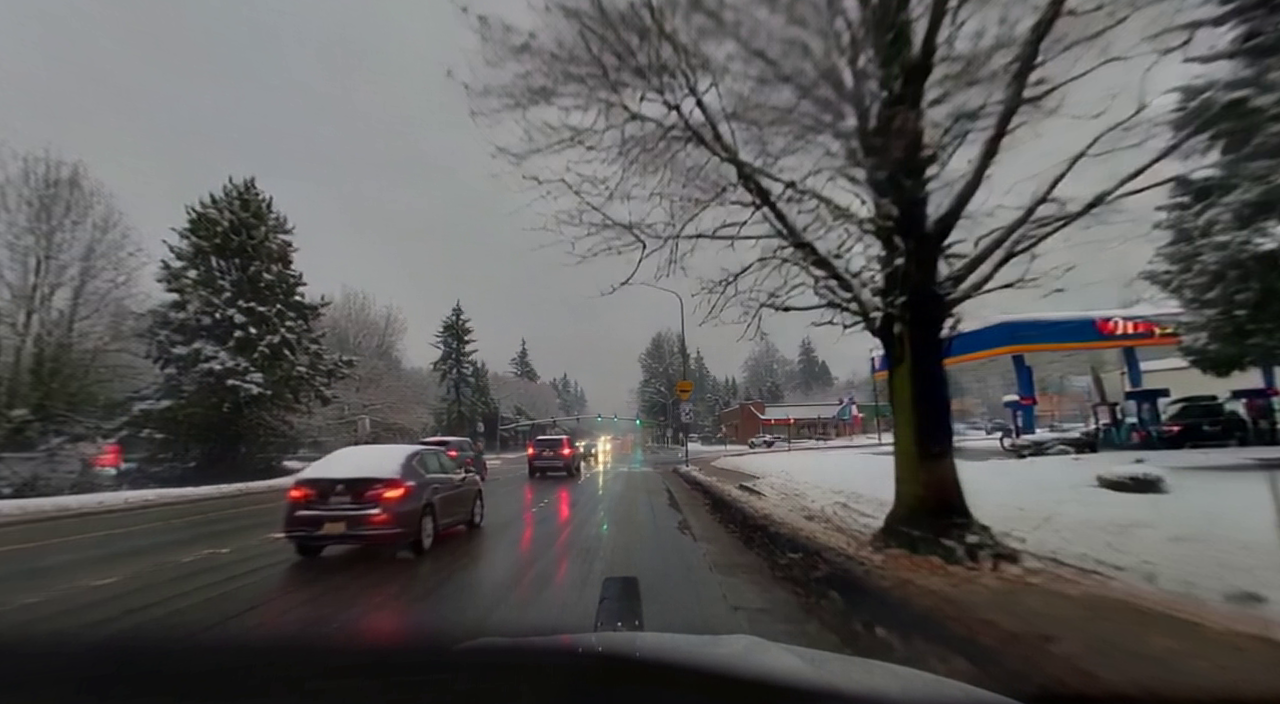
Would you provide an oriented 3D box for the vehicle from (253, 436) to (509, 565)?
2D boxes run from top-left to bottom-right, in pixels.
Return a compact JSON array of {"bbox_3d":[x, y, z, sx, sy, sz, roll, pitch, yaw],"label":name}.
[{"bbox_3d":[-3.408,2.022,9.377,1.888,1.452,4.303,-1,-9,2],"label":"vehicle"}]

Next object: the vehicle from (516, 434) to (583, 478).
[{"bbox_3d":[-3.988,4.671,28.534,2.306,1.815,4.476,0,-9,1],"label":"vehicle"}]

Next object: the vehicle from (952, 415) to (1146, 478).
[{"bbox_3d":[12.193,2.841,19.045,4.385,1.439,1.912,-5,-7,4],"label":"vehicle"}]
